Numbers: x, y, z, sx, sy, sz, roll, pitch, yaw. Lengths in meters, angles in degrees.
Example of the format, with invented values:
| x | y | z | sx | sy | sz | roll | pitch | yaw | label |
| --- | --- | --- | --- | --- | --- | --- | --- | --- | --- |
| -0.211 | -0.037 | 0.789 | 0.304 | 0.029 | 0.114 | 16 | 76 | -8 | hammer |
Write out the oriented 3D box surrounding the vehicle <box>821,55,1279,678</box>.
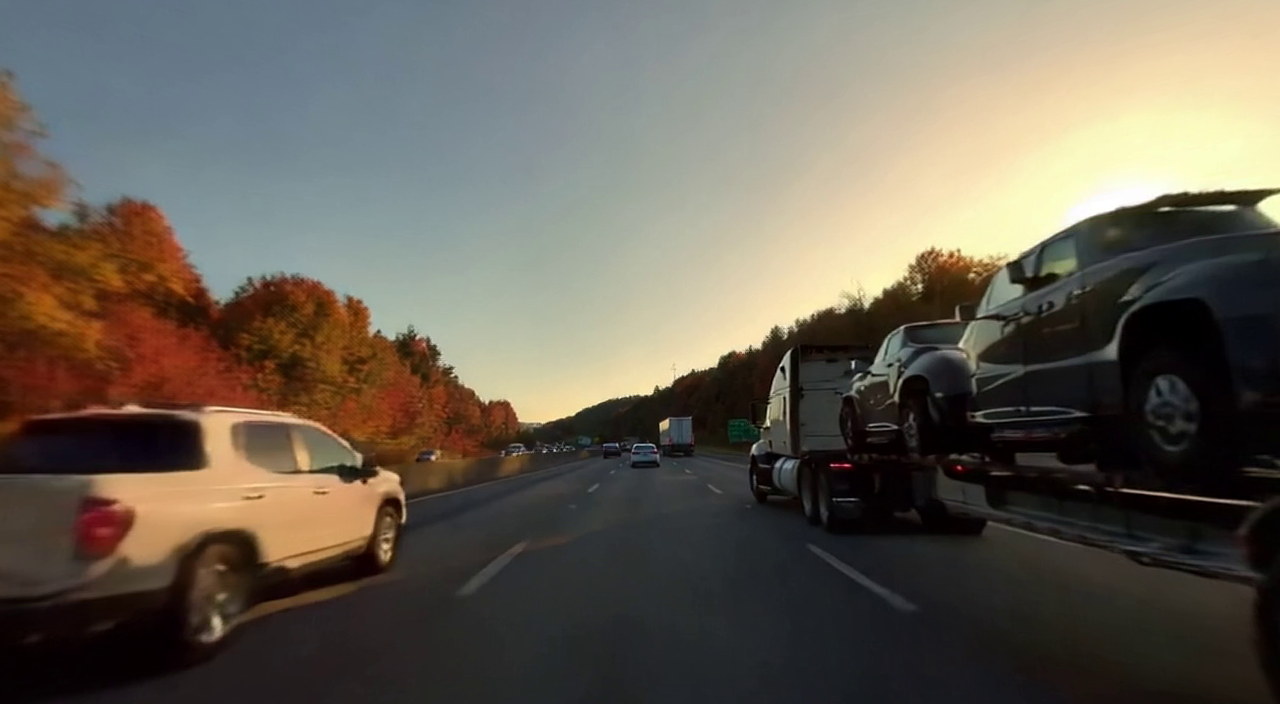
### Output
| x | y | z | sx | sy | sz | roll | pitch | yaw | label |
| --- | --- | --- | --- | --- | --- | --- | --- | --- | --- |
| 4.956 | 0.325 | 5.014 | 3.150 | 3.257 | 13.098 | 0 | -8 | 0 | vehicle |

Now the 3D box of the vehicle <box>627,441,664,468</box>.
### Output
| x | y | z | sx | sy | sz | roll | pitch | yaw | label |
| --- | --- | --- | --- | --- | --- | --- | --- | --- | --- |
| 0.329 | 6.155 | 38.011 | 2.152 | 1.484 | 4.211 | 0 | -8 | 1 | vehicle |

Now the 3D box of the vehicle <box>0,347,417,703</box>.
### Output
| x | y | z | sx | sy | sz | roll | pitch | yaw | label |
| --- | --- | --- | --- | --- | --- | --- | --- | --- | --- |
| -3.553 | 1.122 | 4.543 | 2.077 | 1.669 | 4.739 | 0 | -8 | 1 | vehicle |
